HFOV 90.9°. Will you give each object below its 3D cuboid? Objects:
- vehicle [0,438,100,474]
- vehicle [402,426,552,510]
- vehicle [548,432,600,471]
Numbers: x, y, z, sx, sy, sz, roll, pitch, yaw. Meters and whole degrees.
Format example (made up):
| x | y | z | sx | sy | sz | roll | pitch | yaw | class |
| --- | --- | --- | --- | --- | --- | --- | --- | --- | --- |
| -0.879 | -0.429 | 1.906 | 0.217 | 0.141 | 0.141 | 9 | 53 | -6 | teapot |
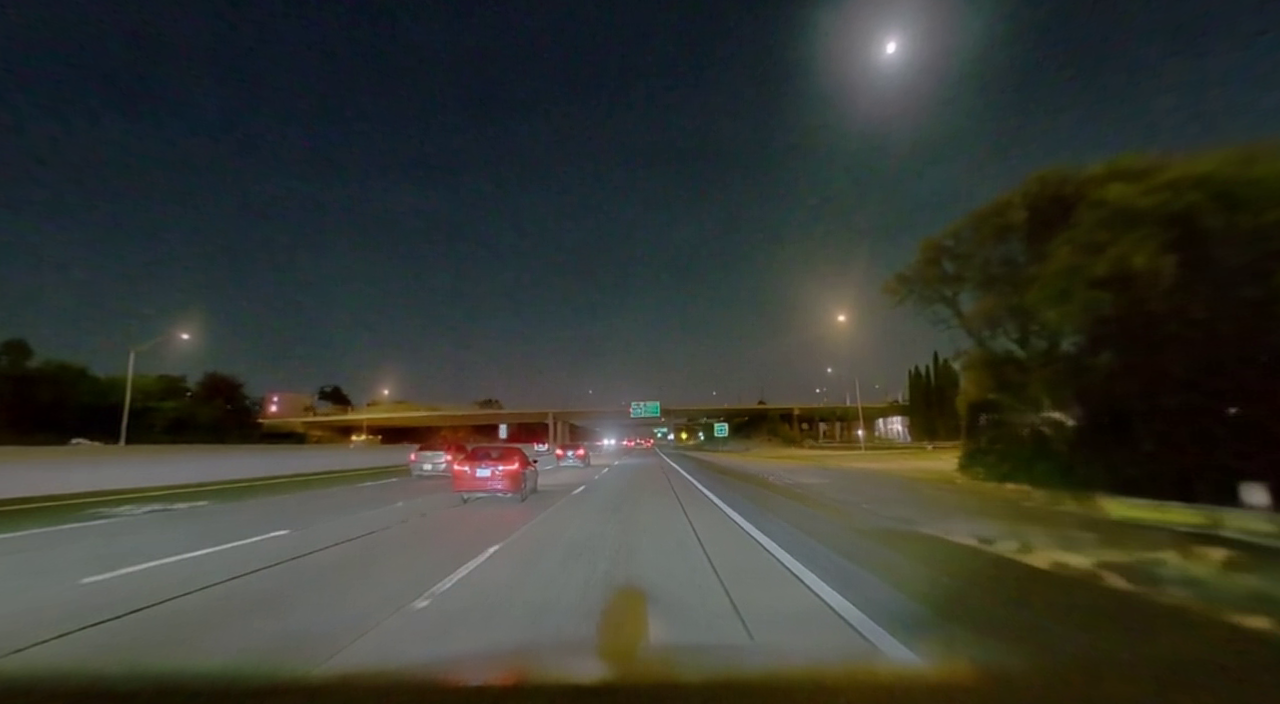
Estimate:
| x | y | z | sx | sy | sz | roll | pitch | yaw | class |
| --- | --- | --- | --- | --- | --- | --- | --- | --- | --- |
| -25.032 | 4.372 | 26.592 | 1.497 | 1.395 | 3.408 | 0 | -8 | -1 | vehicle |
| -3.539 | 2.627 | 14.767 | 2.210 | 1.628 | 4.586 | 0 | -8 | 1 | vehicle |
| -3.272 | 5.014 | 32.040 | 2.080 | 1.811 | 4.644 | 0 | -8 | 1 | vehicle |
